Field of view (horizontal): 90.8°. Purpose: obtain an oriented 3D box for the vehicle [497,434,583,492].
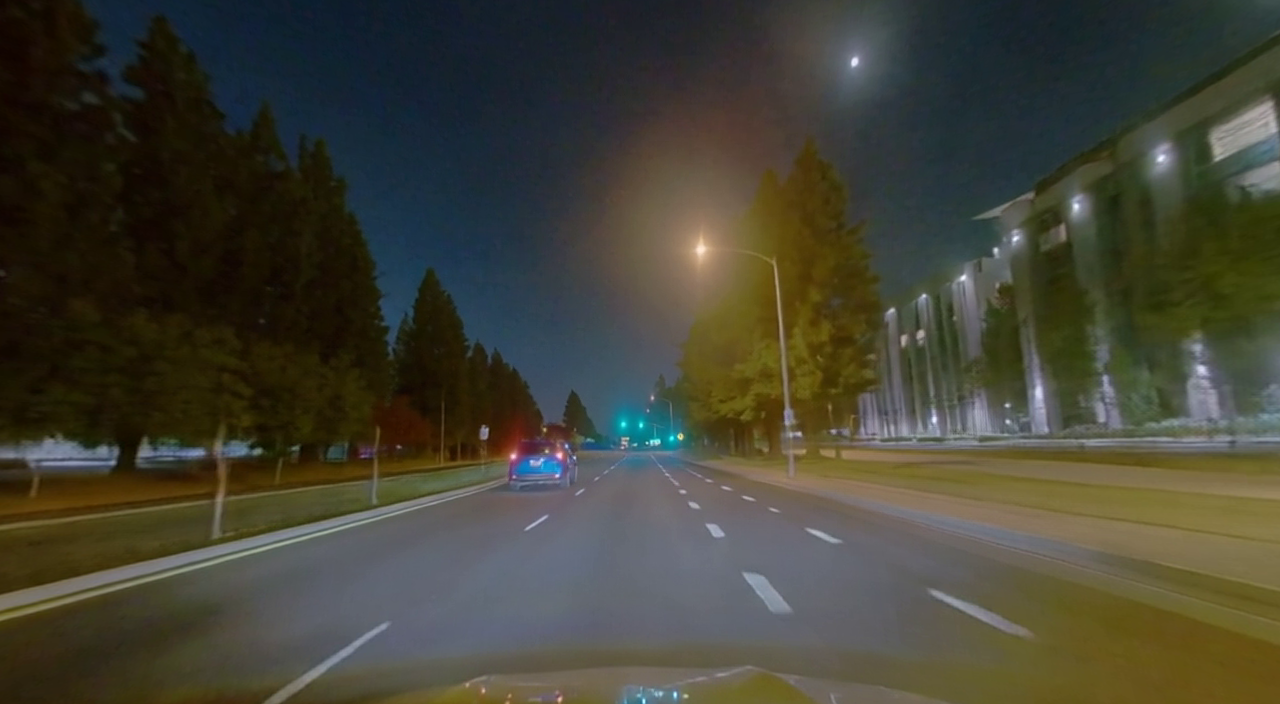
[{"bbox_3d":[-3.217,3.660,21.232,2.121,1.724,4.392,0,-9,1],"label":"vehicle"}]
